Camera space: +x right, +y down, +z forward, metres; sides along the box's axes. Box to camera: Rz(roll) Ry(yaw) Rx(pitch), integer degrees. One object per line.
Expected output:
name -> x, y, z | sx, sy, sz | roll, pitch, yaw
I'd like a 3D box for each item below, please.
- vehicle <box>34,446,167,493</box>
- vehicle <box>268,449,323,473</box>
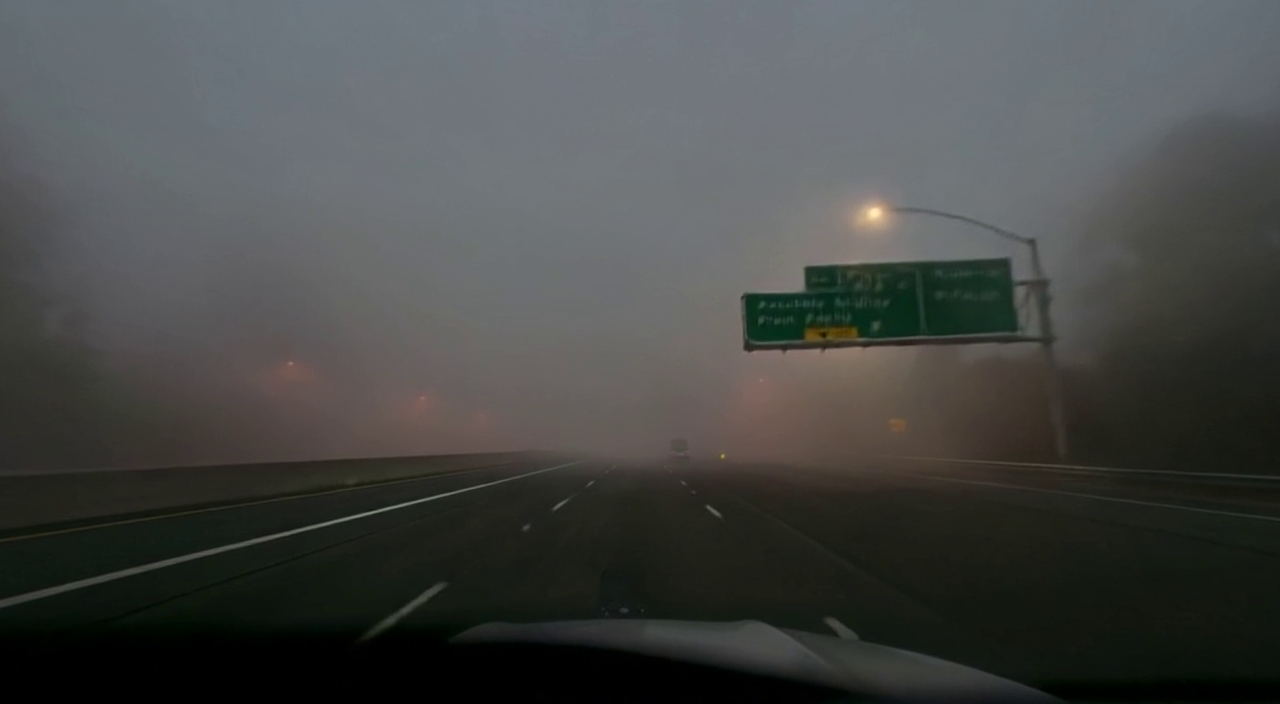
vehicle -> -17.128, 3.705, 20.208 | 1.431, 1.335, 3.156 | 0, -8, 0
vehicle -> -20.272, 6.399, 37.218 | 1.480, 1.315, 3.196 | 0, -8, -1
